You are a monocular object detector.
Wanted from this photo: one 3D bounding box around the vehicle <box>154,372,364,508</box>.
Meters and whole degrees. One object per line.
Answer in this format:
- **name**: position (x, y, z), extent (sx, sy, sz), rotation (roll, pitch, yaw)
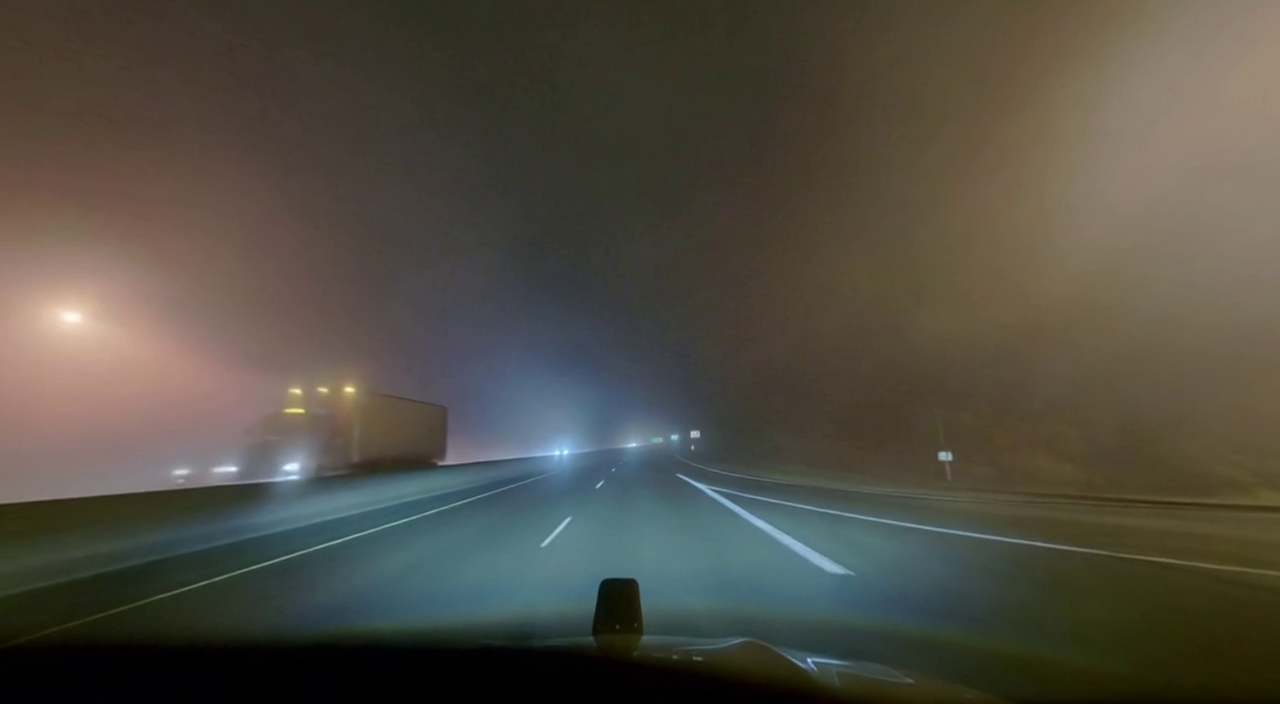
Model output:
- **vehicle**: position (-11.917, 2.894, 20.484), extent (2.993, 3.759, 5.901), rotation (0, -9, 0)
